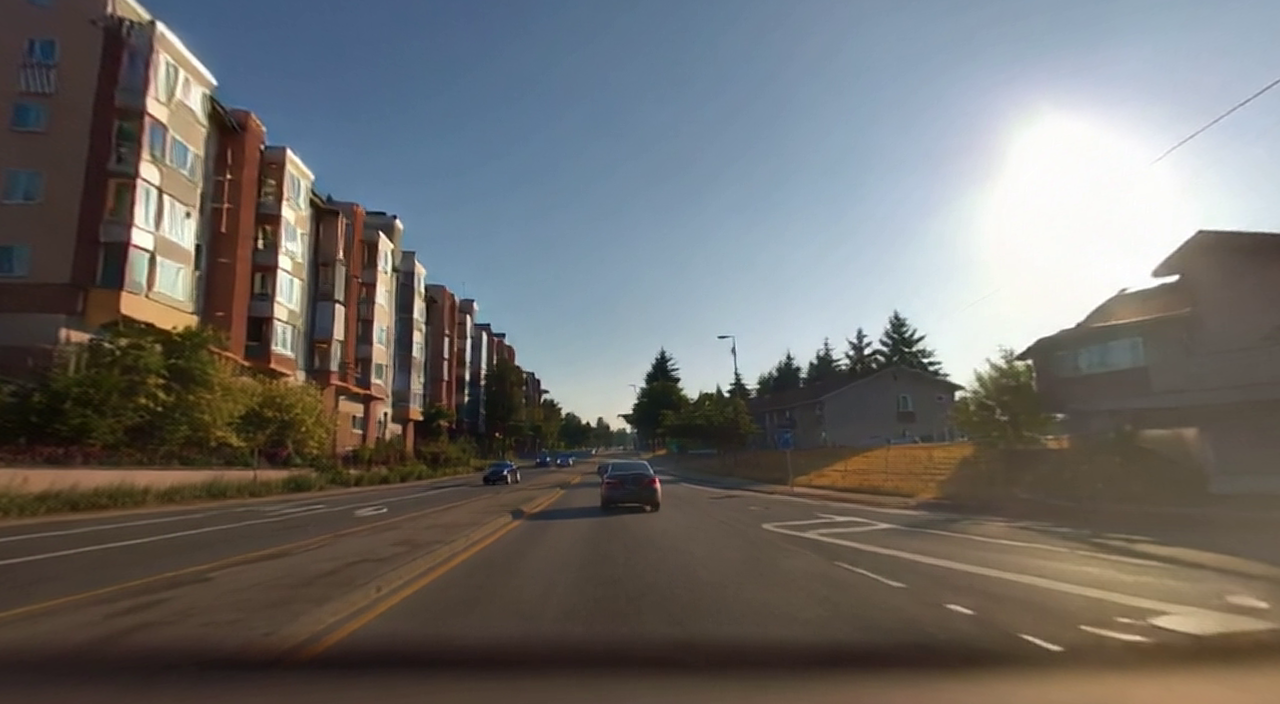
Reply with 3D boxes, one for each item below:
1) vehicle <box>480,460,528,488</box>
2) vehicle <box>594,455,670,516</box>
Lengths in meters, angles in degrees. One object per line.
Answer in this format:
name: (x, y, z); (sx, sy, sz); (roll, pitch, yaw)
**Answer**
vehicle: (-8.244, 7.415, 38.418); (2.018, 1.498, 4.168); (-1, -9, 0)
vehicle: (-0.344, 3.845, 18.499); (2.014, 1.525, 3.670); (0, -9, -4)
